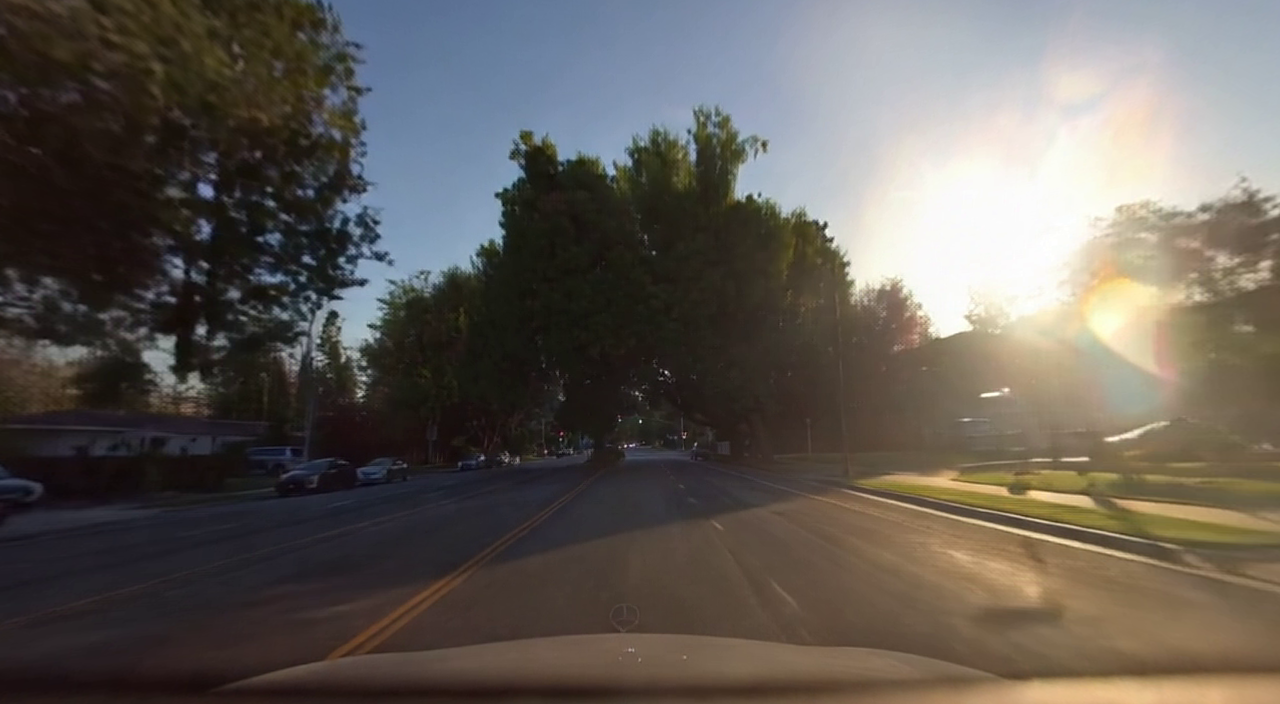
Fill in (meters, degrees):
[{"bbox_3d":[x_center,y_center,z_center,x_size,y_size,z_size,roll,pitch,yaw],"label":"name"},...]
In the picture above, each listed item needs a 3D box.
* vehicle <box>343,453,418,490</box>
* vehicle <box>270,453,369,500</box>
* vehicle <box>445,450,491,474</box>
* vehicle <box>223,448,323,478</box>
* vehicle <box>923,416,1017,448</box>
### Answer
[{"bbox_3d":[-12.699,5.849,31.192,1.909,1.477,4.345,-3,-8,-1],"label":"vehicle"},{"bbox_3d":[-12.670,4.908,25.291,1.828,1.510,4.149,-4,-8,0],"label":"vehicle"},{"bbox_3d":[-12.580,8.063,46.584,2.078,1.618,4.650,0,-8,0],"label":"vehicle"},{"bbox_3d":[-20.927,6.340,36.150,4.498,1.623,1.903,0,-9,1],"label":"vehicle"},{"bbox_3d":[17.501,4.304,33.643,1.726,1.620,3.938,7,-11,-37],"label":"vehicle"}]
